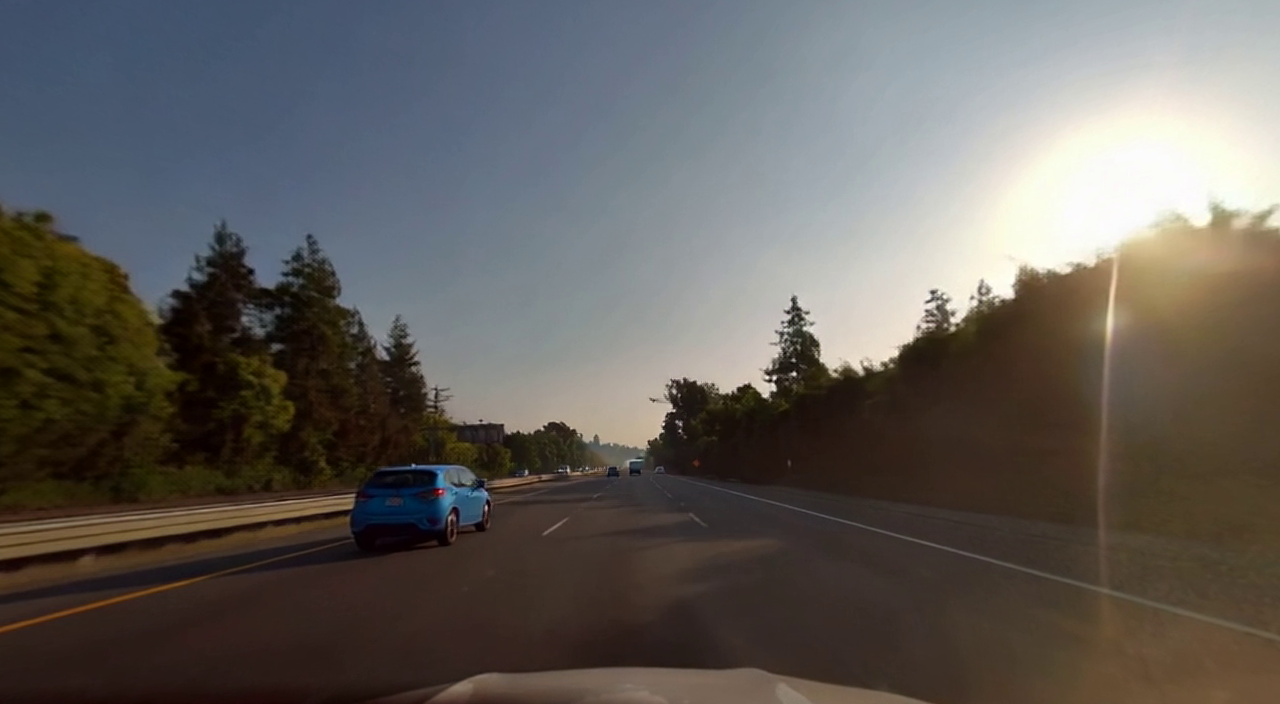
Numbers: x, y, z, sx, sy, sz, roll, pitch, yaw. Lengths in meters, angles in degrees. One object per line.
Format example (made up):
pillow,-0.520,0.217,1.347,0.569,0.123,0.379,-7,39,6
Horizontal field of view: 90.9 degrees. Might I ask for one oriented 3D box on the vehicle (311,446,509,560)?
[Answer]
vehicle,-3.619,2.468,10.815,1.797,1.532,4.072,1,-10,0
